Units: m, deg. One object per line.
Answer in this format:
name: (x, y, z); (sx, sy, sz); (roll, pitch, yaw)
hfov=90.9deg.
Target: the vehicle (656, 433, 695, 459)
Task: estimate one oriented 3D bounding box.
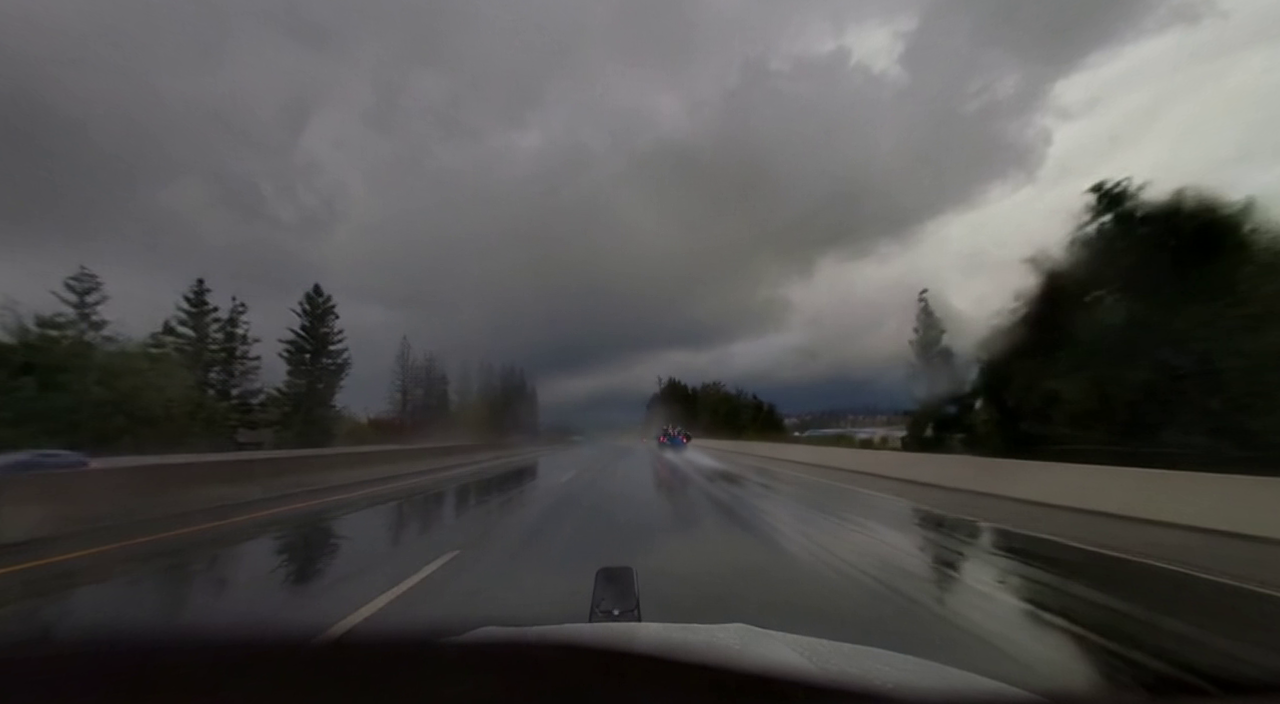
vehicle: (2.040, 5.587, 37.583); (1.911, 1.449, 3.776); (0, -8, -3)
